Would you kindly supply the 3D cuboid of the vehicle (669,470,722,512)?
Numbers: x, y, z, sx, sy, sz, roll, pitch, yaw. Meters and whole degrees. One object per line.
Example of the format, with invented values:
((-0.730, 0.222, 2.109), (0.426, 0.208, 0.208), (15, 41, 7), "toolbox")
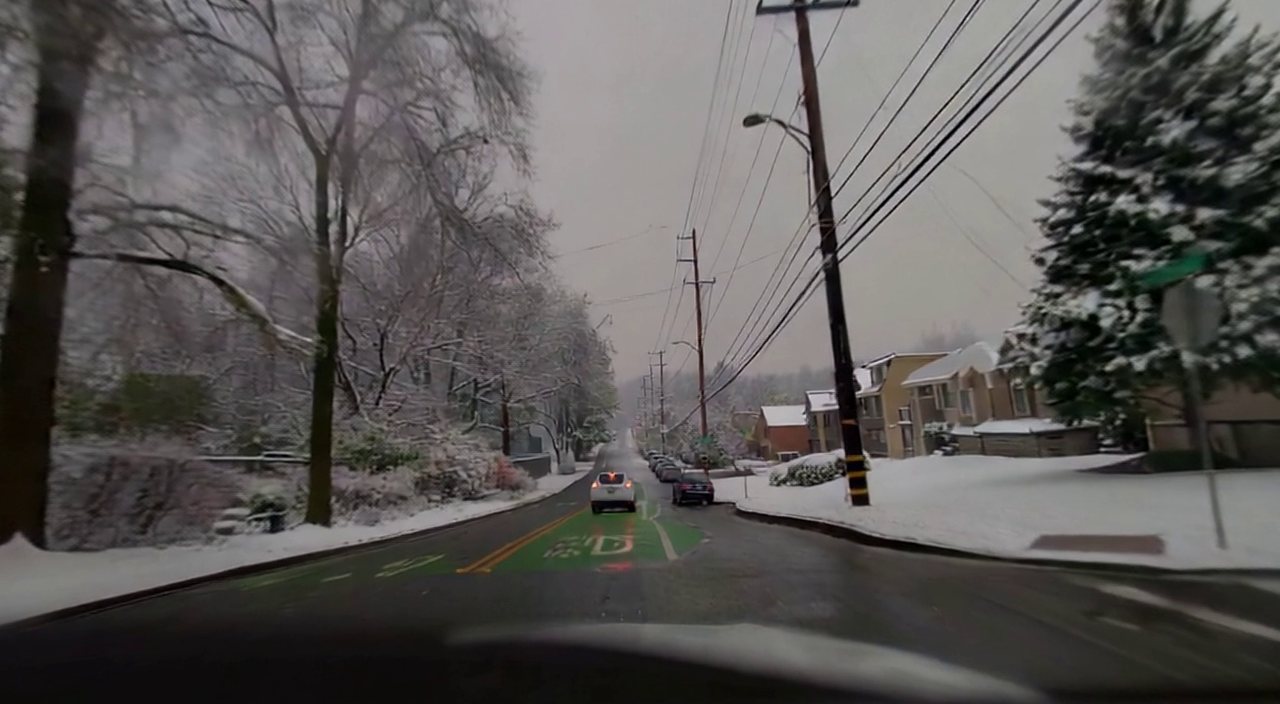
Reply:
((2.547, 6.496, 29.904), (1.909, 1.694, 4.472), (1, -9, -2), "vehicle")

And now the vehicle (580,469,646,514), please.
((-0.918, 5.251, 24.083), (2.235, 1.500, 4.496), (-1, -11, 1), "vehicle")
